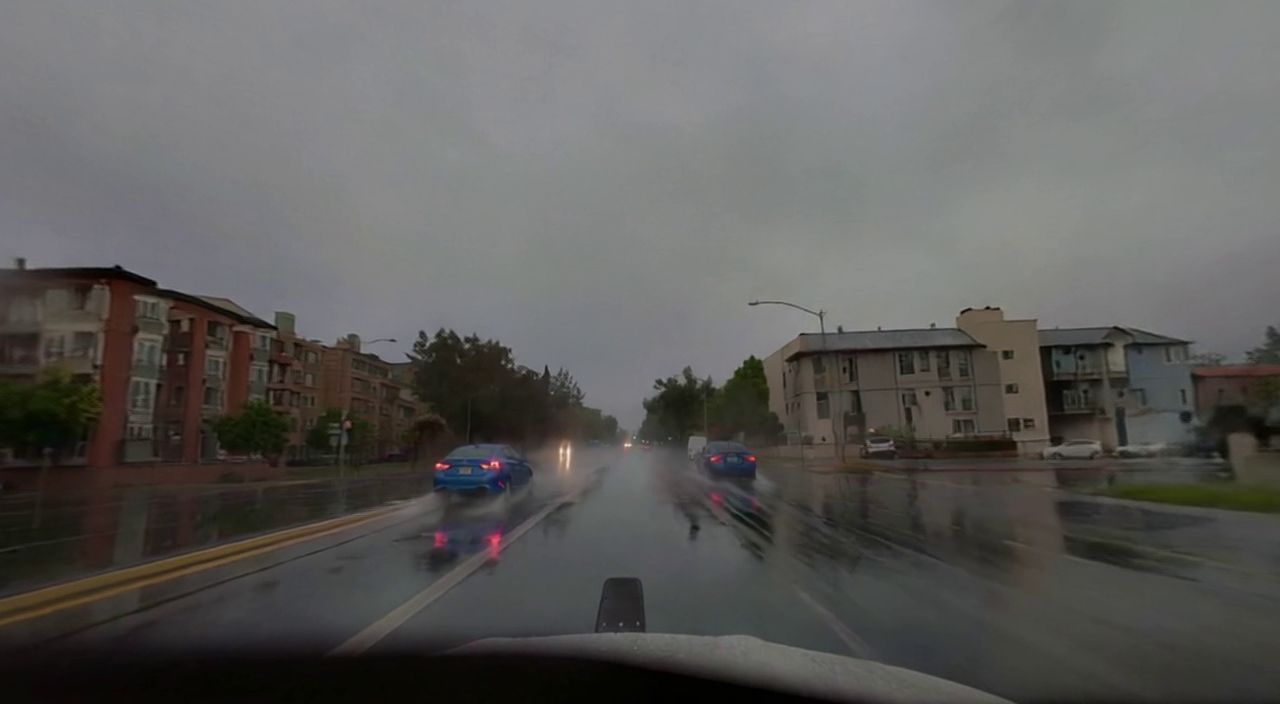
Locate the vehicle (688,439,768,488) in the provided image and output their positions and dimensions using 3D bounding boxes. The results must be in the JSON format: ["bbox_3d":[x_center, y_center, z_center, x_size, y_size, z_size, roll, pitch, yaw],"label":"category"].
[{"bbox_3d":[2.863,3.735,21.472,1.978,1.471,4.426,0,-8,-1],"label":"vehicle"}]

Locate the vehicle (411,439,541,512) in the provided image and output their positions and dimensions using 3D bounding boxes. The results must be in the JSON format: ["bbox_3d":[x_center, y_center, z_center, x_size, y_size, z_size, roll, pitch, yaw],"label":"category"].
[{"bbox_3d":[-3.785,2.913,15.401,2.062,1.527,4.044,0,-8,0],"label":"vehicle"}]
